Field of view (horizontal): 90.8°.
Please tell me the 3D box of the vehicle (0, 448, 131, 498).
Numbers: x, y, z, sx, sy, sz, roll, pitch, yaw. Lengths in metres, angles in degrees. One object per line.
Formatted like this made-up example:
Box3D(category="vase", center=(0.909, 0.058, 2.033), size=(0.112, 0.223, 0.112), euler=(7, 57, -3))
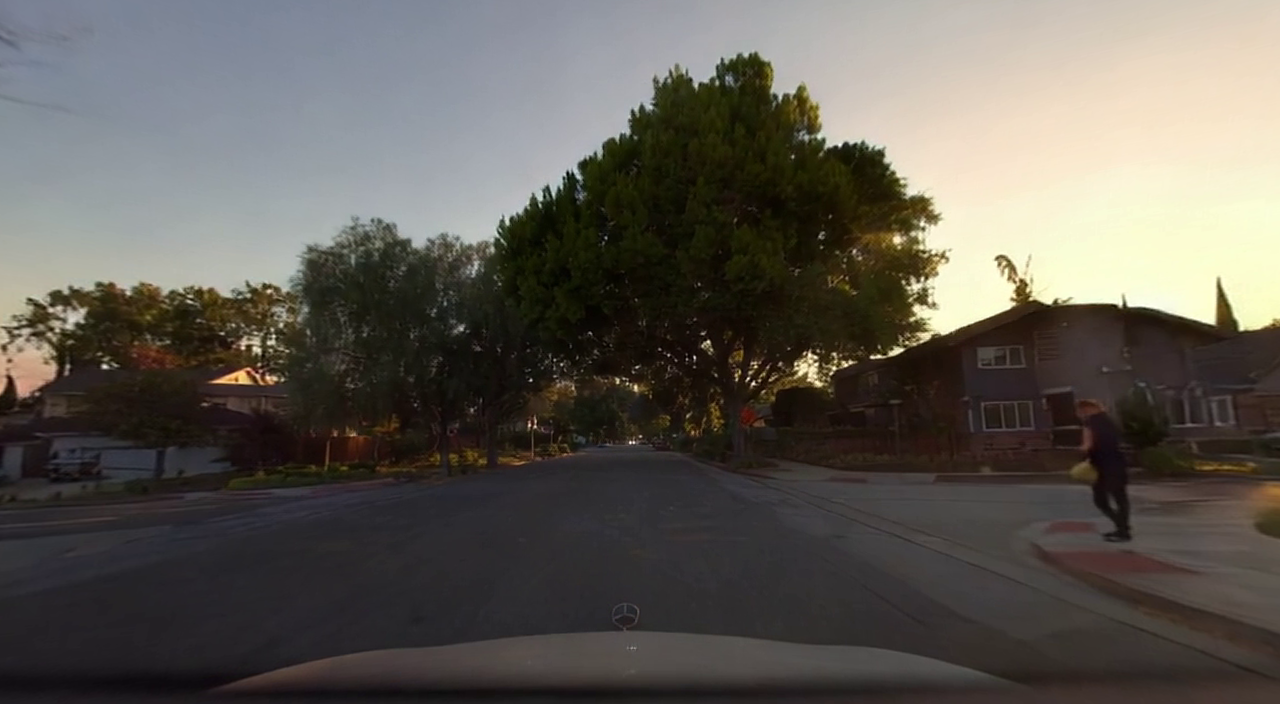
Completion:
Box3D(category="vehicle", center=(-24.864, 5.137, 26.964), size=(2.004, 1.856, 4.934), euler=(-4, -9, 2))
